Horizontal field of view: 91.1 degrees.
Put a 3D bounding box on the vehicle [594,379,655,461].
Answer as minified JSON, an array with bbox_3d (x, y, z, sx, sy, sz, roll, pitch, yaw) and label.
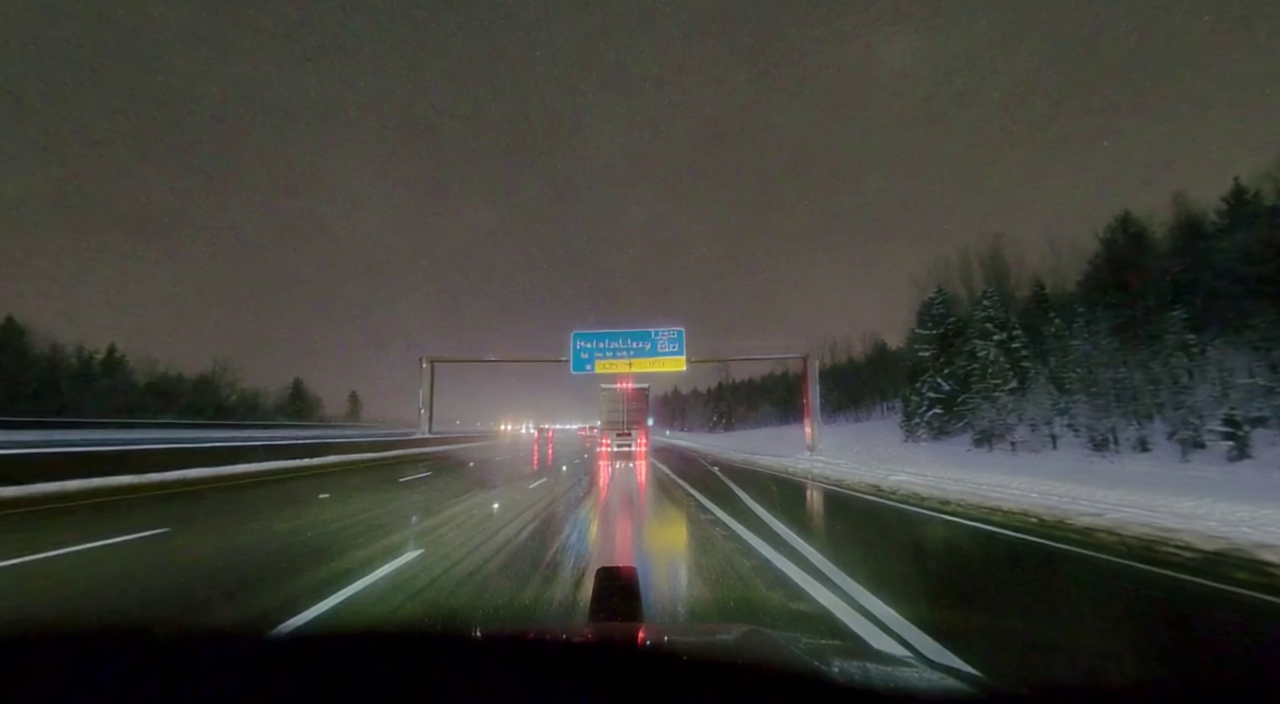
[{"bbox_3d":[-0.964,4.147,37.040,3.002,3.987,12.477,0,-8,-2],"label":"vehicle"}]
